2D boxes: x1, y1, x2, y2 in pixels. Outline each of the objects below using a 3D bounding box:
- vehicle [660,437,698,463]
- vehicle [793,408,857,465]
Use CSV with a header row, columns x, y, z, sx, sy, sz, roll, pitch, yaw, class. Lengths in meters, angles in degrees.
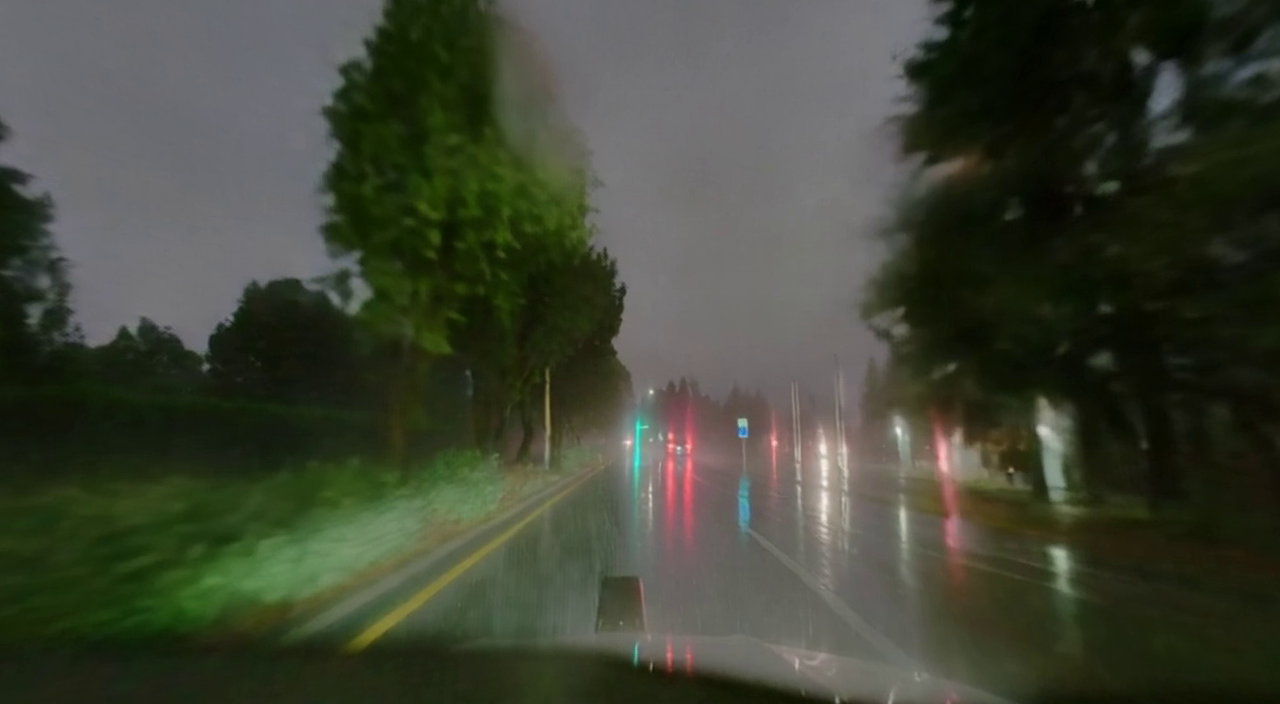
x,y,z,sx,sy,sz,roll,pitch,yaw,class
2.725,7.007,45.398,2.183,1.744,4.424,1,-9,-4,vehicle
10.942,5.075,37.728,3.250,3.147,4.411,-2,-9,12,vehicle
